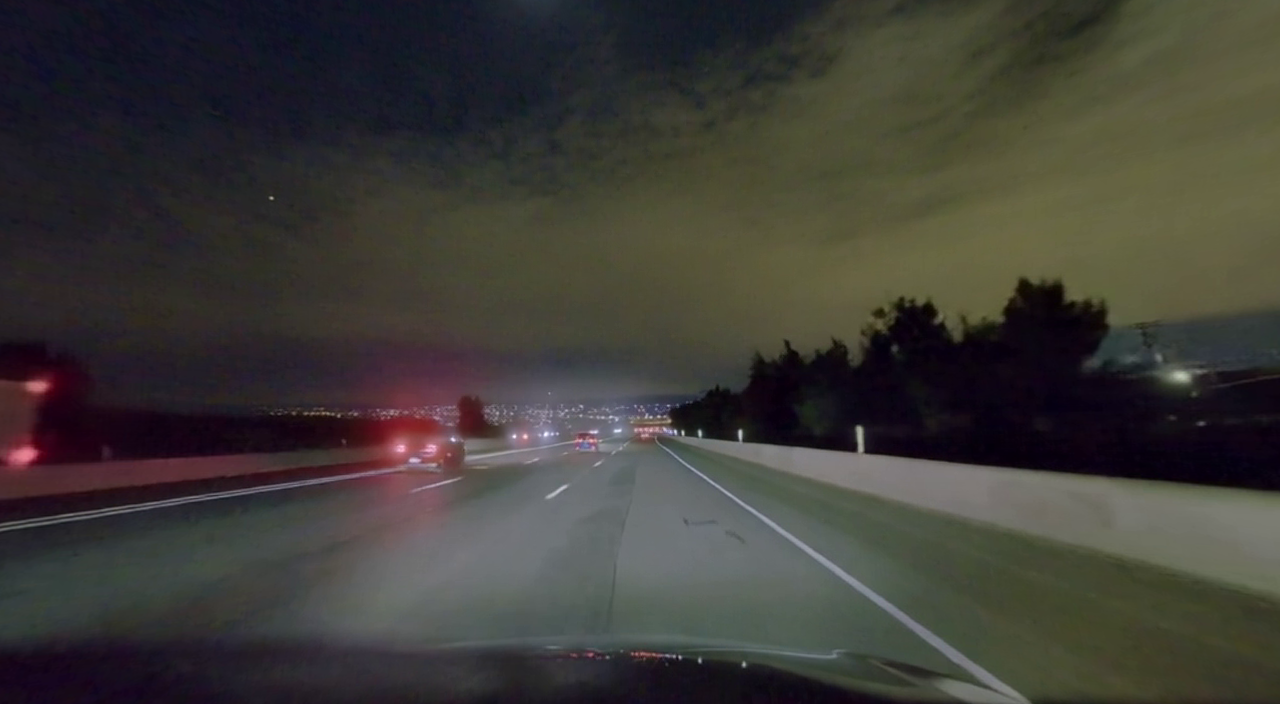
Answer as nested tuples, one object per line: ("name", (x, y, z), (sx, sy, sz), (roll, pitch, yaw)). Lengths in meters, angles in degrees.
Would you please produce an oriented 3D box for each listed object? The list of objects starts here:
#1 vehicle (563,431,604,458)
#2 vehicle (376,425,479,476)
("vehicle", (-3.423, 5.687, 38.995), (2.064, 1.571, 4.225), (0, -8, 1))
("vehicle", (-7.425, 3.491, 22.524), (2.113, 1.632, 4.409), (0, -8, 1))
